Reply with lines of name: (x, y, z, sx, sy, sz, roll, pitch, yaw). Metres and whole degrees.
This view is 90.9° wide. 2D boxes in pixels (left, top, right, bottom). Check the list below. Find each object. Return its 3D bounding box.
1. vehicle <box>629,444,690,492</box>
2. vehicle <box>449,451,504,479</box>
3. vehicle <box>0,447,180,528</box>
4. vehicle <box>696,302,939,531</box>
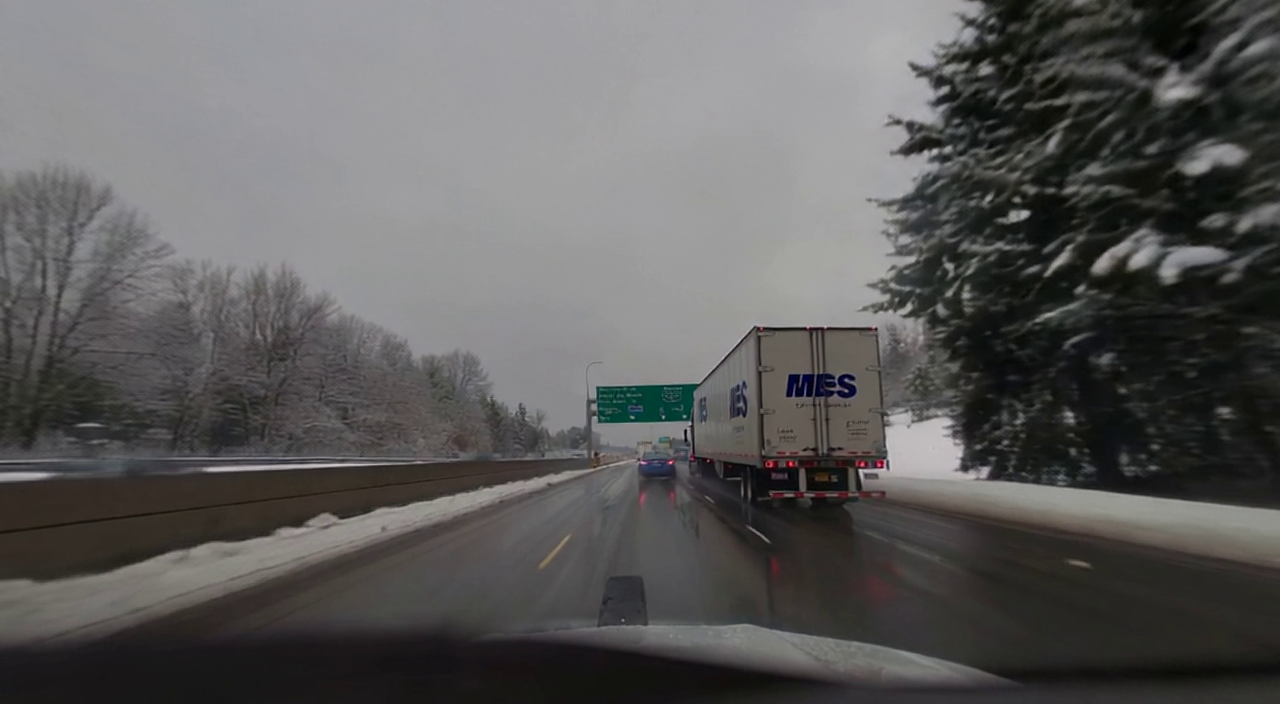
vehicle: (0.639, 4.330, 23.857, 2.121, 1.642, 3.828, 0, -9, -1)
vehicle: (-9.388, 6.494, 36.566, 1.912, 1.502, 4.283, 0, -9, 2)
vehicle: (-13.526, 3.087, 14.975, 1.941, 1.602, 4.247, 0, -9, 0)
vehicle: (3.773, 2.183, 18.384, 3.002, 4.104, 14.174, 0, -9, 0)
